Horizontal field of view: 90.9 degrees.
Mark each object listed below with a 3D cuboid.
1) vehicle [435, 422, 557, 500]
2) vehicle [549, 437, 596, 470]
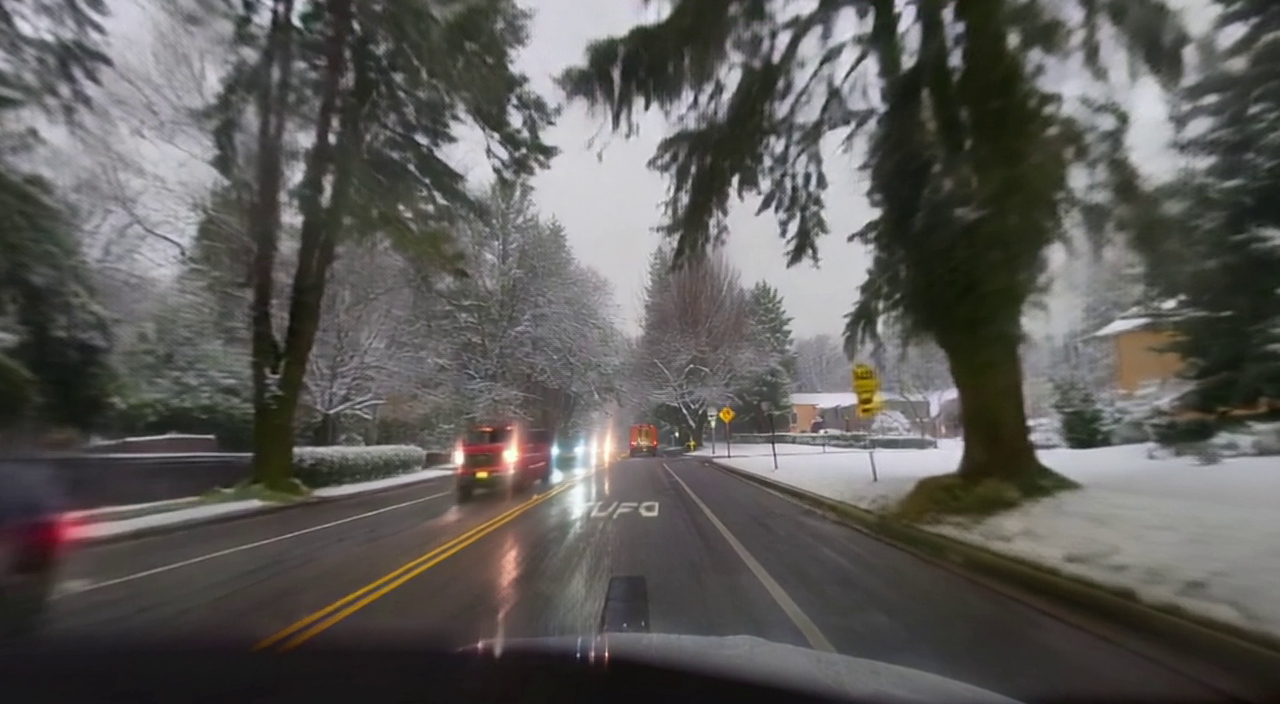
[{"bbox_3d":[-4.032,3.155,18.749,2.267,1.975,5.112,0,-8,2],"label":"vehicle"},{"bbox_3d":[-3.891,5.922,36.956,2.134,1.821,4.719,0,-8,1],"label":"vehicle"}]
